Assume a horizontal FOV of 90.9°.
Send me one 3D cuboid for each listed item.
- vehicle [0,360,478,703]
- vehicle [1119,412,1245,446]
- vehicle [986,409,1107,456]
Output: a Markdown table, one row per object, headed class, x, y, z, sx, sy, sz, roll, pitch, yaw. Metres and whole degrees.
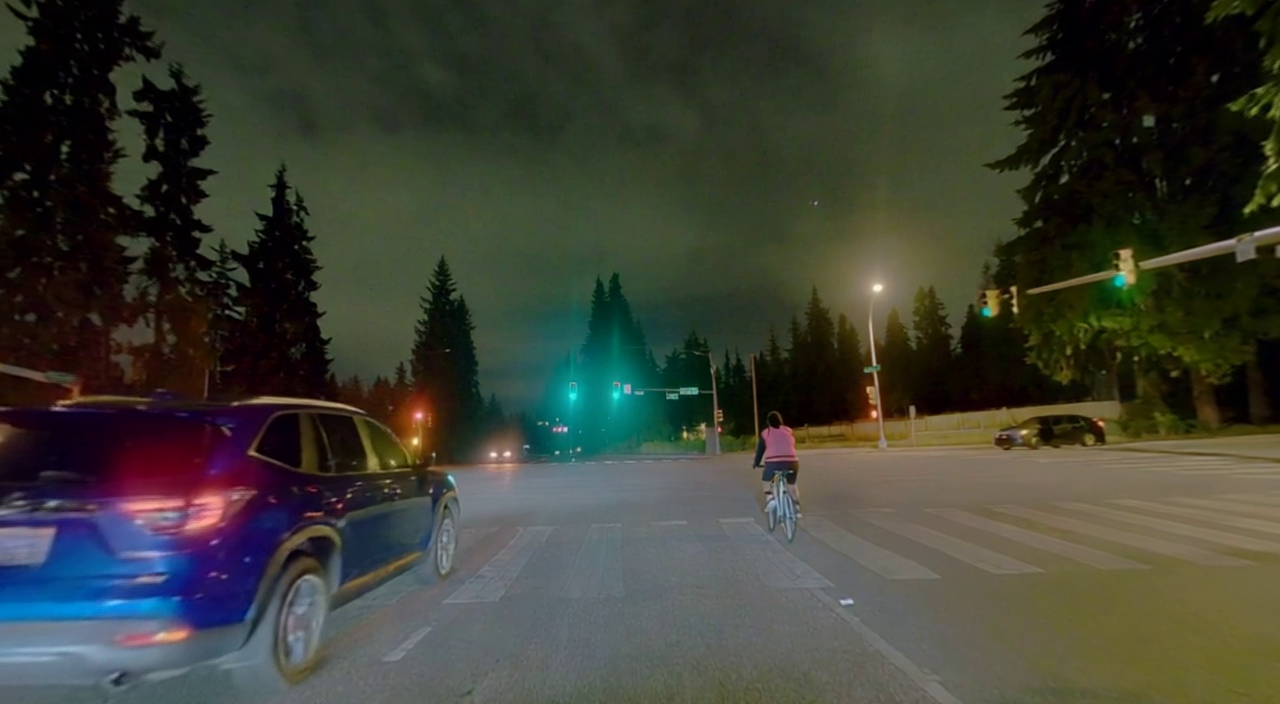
| class | x | y | z | sx | sy | sz | roll | pitch | yaw |
| --- | --- | --- | --- | --- | --- | --- | --- | --- | --- |
| vehicle | -3.000 | 1.239 | 5.218 | 2.049 | 1.756 | 4.602 | 0 | -8 | 0 |
| vehicle | 25.739 | 3.688 | 30.003 | 4.716 | 1.507 | 1.904 | 2 | -8 | -11 |
| vehicle | 18.574 | 3.704 | 28.922 | 4.237 | 1.948 | 1.997 | 0 | -9 | -9 |
